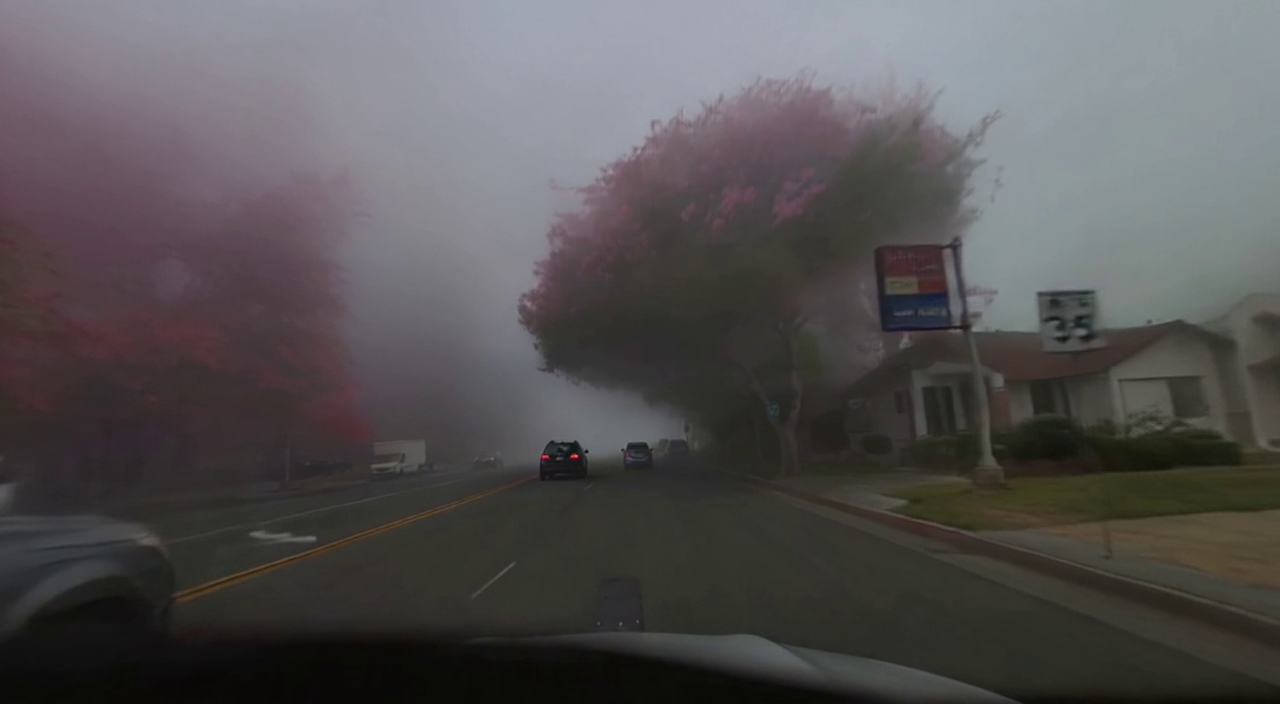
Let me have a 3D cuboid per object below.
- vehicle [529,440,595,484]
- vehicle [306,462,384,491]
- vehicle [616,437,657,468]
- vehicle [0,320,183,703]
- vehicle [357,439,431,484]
[{"bbox_3d":[-3.096,4.474,25.983,2.167,1.634,4.220,0,-9,0],"label":"vehicle"},{"bbox_3d":[-16.305,6.875,35.231,1.880,1.372,4.915,0,-9,1],"label":"vehicle"},{"bbox_3d":[-0.258,6.161,38.788,2.376,1.801,4.317,0,-9,-2],"label":"vehicle"},{"bbox_3d":[-3.116,0.512,0.163,2.257,1.751,5.028,0,-9,-1],"label":"vehicle"},{"bbox_3d":[-16.428,7.280,42.578,2.474,2.431,6.256,-5,-7,-1],"label":"vehicle"}]
